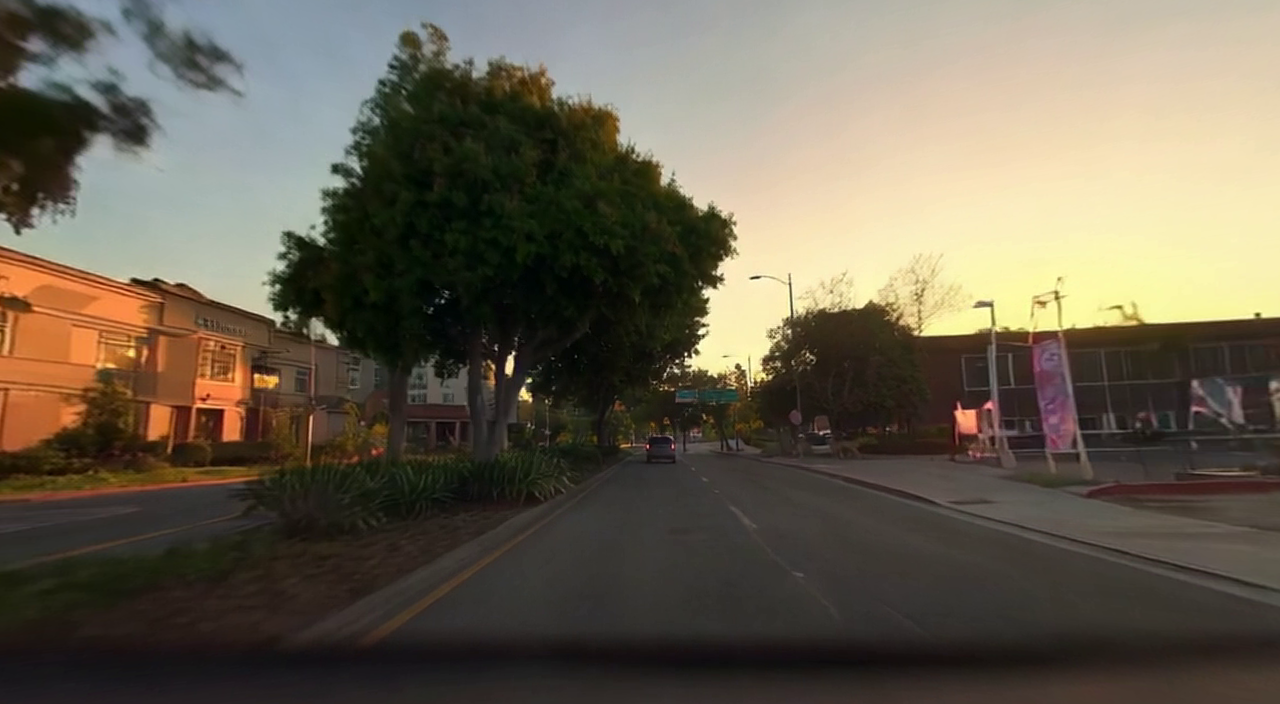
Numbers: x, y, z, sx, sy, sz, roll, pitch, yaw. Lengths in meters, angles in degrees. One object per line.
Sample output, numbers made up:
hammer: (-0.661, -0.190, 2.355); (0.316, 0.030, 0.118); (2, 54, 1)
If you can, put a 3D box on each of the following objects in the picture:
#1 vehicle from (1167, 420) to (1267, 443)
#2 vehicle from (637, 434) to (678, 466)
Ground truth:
vehicle: (37.869, 5.255, 41.395); (4.637, 1.477, 1.823); (0, -8, 3)
vehicle: (1.073, 5.675, 36.700); (2.235, 1.719, 4.292); (0, -8, 3)
